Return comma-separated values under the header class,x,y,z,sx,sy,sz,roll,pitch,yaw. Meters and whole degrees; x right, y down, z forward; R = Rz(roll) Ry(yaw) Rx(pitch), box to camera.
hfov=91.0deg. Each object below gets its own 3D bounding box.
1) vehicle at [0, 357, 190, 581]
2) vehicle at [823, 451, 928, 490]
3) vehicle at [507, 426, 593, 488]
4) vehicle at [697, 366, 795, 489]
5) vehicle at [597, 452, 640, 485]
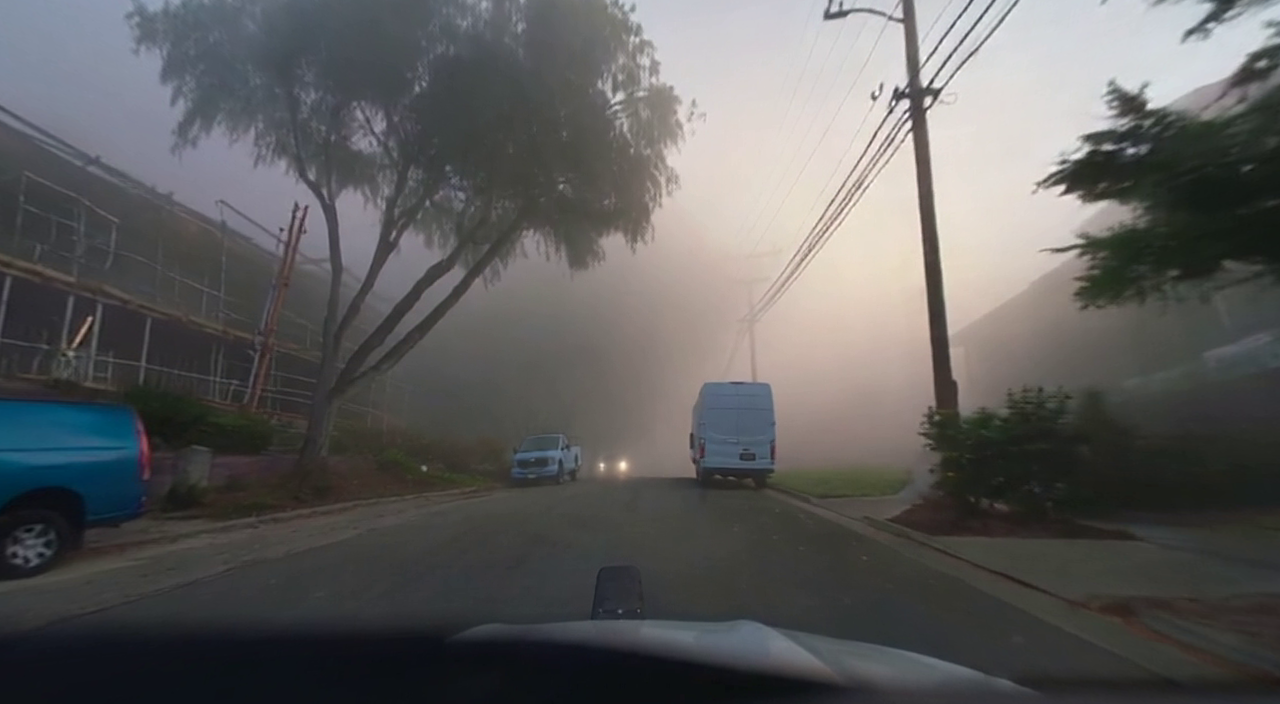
class,x,y,z,sx,sy,sz,roll,pitch,yaw
vehicle,-6.811,0.877,4.545,2.238,1.895,5.648,-2,-9,11
vehicle,13.290,6.712,35.868,5.321,1.857,1.976,-1,-3,12
vehicle,-3.342,3.949,24.397,2.171,1.910,4.789,-2,-4,5
vehicle,3.724,3.228,24.603,2.915,3.793,9.963,0,-11,5
vehicle,-1.317,7.501,40.986,2.257,1.916,5.089,-1,-8,5
